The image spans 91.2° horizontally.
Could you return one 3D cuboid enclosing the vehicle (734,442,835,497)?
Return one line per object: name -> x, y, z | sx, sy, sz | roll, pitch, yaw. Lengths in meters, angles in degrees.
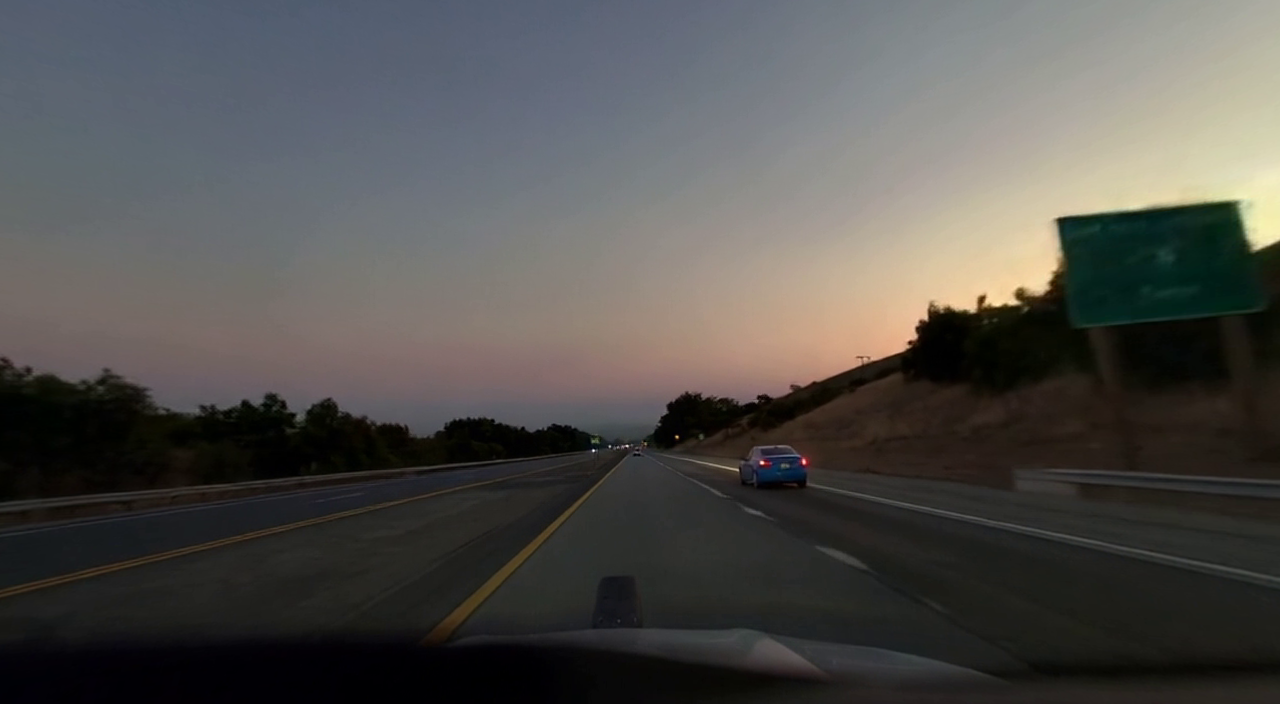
vehicle -> 4.198, 3.488, 18.933 | 1.981, 1.440, 4.125 | 0, -9, -1
